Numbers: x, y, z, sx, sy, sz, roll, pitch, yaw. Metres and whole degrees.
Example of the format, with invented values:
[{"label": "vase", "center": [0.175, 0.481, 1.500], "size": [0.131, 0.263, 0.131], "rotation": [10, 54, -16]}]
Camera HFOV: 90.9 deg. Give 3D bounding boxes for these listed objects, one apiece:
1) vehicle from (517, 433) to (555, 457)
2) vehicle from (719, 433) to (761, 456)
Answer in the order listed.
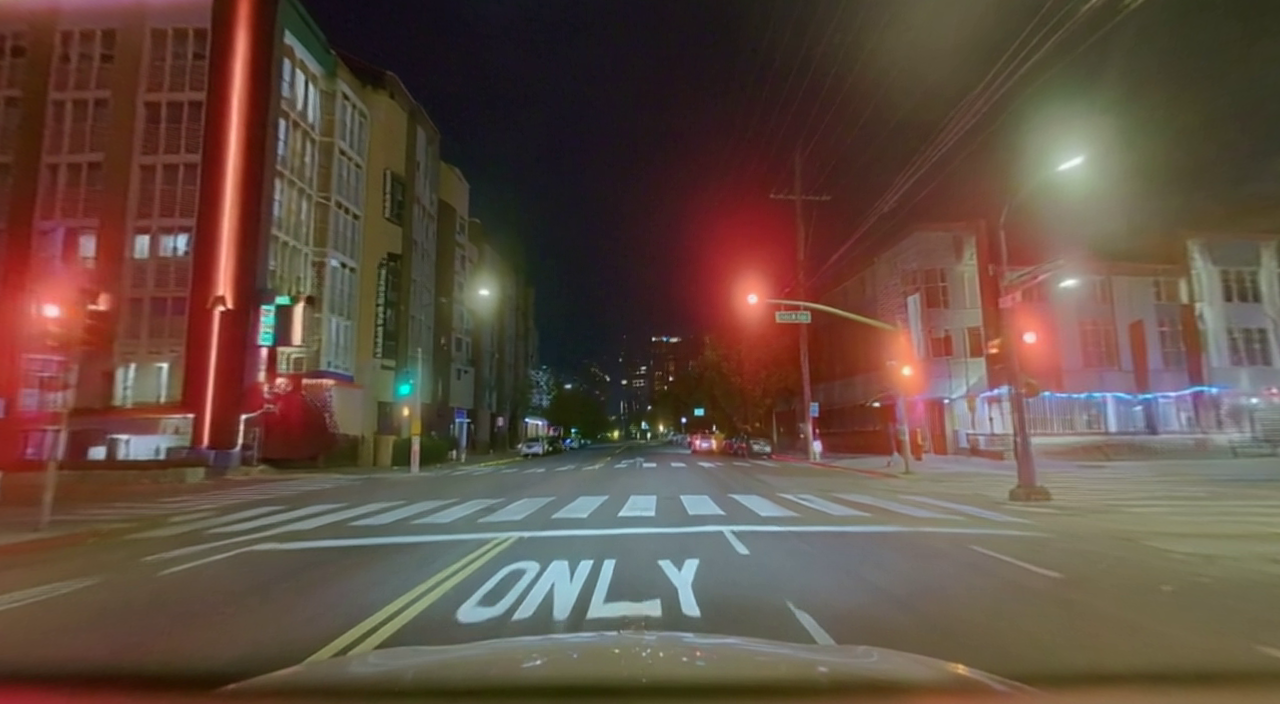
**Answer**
[{"label": "vehicle", "center": [-7.318, 6.585, 44.646], "size": [2.127, 1.533, 4.547], "rotation": [-1, -8, -3]}, {"label": "vehicle", "center": [6.851, 6.392, 43.522], "size": [1.997, 1.510, 4.455], "rotation": [0, -8, -2]}]
